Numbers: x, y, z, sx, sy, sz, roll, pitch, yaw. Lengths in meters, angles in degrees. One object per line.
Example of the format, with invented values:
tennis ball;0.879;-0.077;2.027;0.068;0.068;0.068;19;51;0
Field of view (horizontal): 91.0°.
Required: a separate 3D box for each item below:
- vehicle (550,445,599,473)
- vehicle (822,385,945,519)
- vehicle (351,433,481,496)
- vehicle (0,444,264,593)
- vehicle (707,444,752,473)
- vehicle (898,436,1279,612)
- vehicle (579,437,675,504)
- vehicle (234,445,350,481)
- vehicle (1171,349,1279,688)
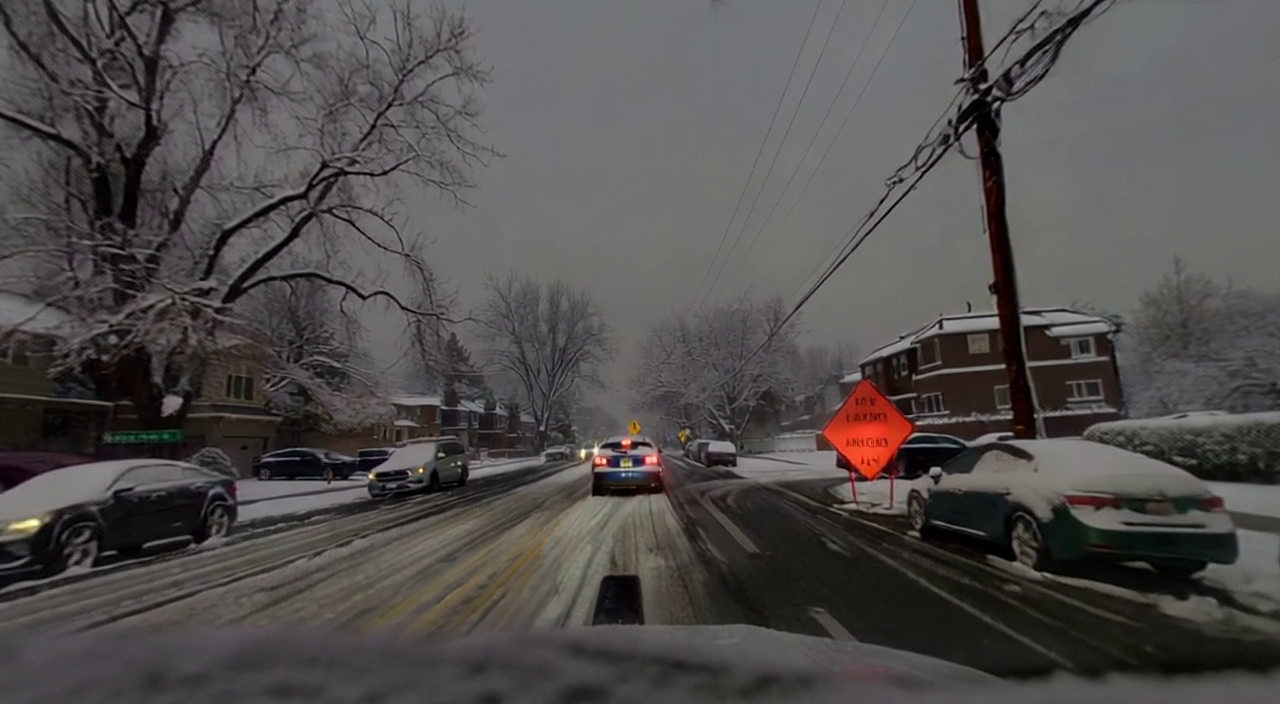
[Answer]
vehicle;-3.906;6.183;36.669;1.997;1.464;4.925;2;-9;-15
vehicle;5.252;2.177;13.937;1.409;2.648;2.645;0;-8;-4
vehicle;-8.161;4.166;23.812;2.659;2.047;6.014;0;-9;0
vehicle;-8.009;2.229;9.422;2.036;1.676;4.440;0;-9;-1
vehicle;4.913;5.877;35.059;1.985;1.481;4.116;0;-9;1
vehicle;5.098;1.810;7.716;1.864;1.480;4.587;0;-9;-1
vehicle;-0.260;2.953;16.148;2.151;1.481;4.084;0;-9;1
vehicle;-16.665;5.324;30.307;4.468;1.517;1.796;-1;-9;-2
vehicle;4.857;0.624;1.331;2.279;1.946;5.925;0;-8;0
